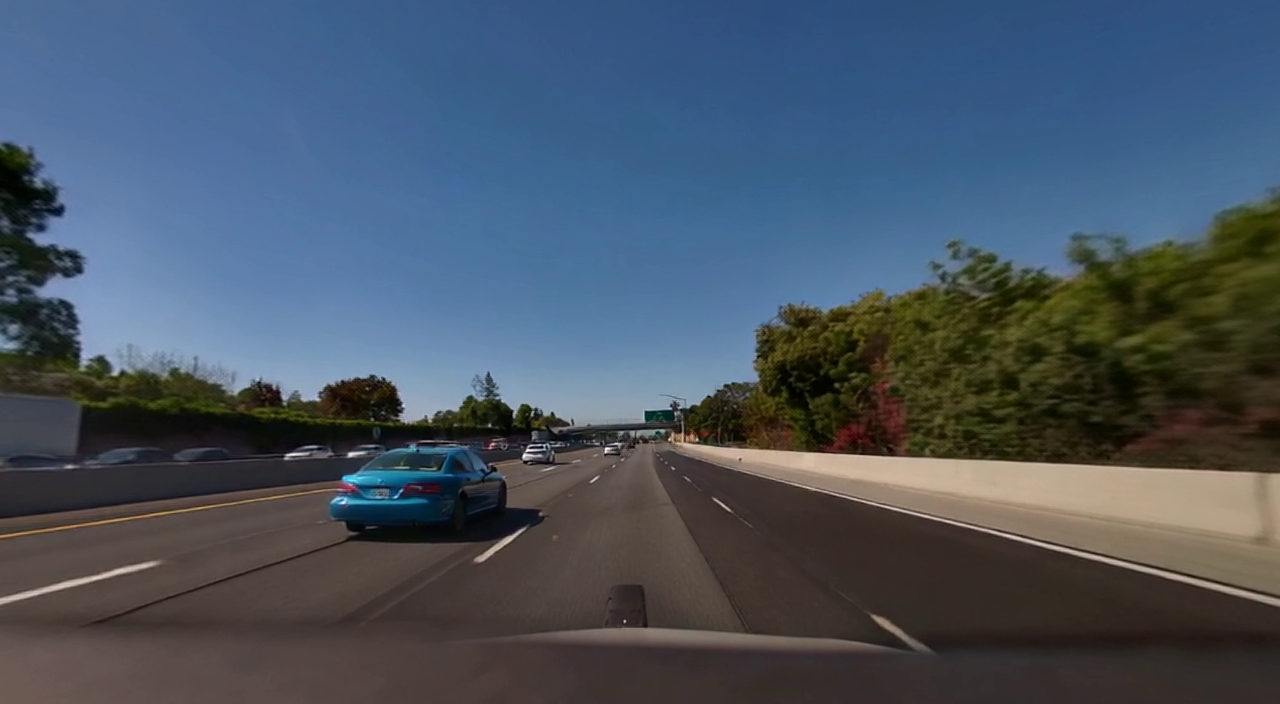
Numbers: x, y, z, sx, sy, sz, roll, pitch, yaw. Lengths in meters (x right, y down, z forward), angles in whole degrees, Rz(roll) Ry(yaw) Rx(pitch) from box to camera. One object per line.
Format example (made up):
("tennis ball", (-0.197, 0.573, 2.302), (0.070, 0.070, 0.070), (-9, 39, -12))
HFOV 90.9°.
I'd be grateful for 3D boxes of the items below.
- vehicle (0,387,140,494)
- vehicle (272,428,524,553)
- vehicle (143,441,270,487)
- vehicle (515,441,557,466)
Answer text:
("vehicle", (-24.755, 3.385, 23.982), (2.925, 3.853, 10.259), (0, -9, 0))
("vehicle", (-3.536, 2.132, 10.526), (2.144, 1.565, 4.951), (-1, -9, 1))
("vehicle", (-17.140, 4.431, 25.253), (1.924, 1.626, 4.359), (0, -9, 1))
("vehicle", (-7.234, 7.105, 44.209), (2.118, 1.675, 4.395), (0, -9, 1))
